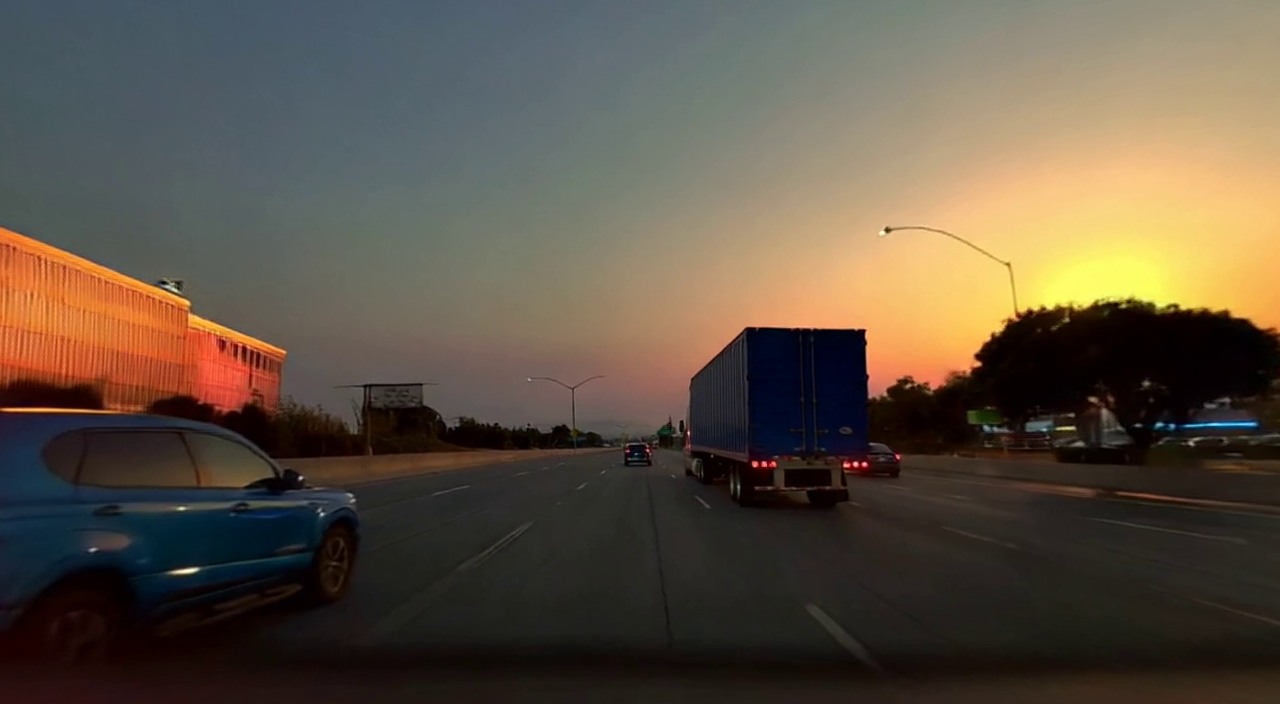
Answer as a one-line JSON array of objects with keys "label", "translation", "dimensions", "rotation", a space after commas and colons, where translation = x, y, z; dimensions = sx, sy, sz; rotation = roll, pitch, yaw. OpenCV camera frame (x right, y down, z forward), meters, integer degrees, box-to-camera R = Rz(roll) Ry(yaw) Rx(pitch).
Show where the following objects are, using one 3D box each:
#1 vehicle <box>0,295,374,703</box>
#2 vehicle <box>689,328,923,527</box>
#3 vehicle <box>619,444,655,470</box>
[{"label": "vehicle", "translation": [-3.388, 0.820, 2.948], "dimensions": [2.229, 1.806, 4.698], "rotation": [0, -8, 0]}, {"label": "vehicle", "translation": [3.177, 2.046, 16.099], "dimensions": [2.934, 3.325, 10.986], "rotation": [0, -8, 0]}, {"label": "vehicle", "translation": [-0.163, 5.951, 36.022], "dimensions": [1.929, 1.395, 3.999], "rotation": [0, -8, 0]}]
